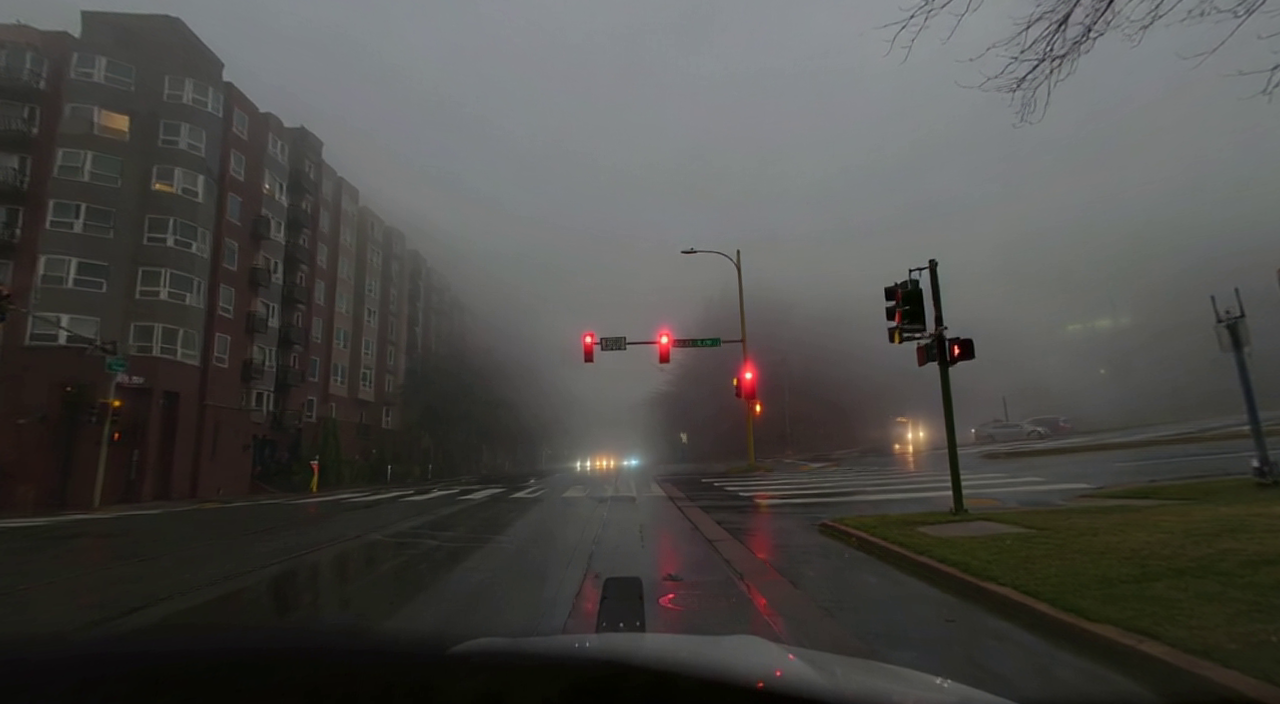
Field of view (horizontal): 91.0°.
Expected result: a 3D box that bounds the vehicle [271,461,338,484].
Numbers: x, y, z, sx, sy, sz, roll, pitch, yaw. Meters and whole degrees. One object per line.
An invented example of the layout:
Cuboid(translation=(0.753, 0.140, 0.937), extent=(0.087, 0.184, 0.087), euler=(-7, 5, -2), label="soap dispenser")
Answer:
Cuboid(translation=(-24.652, 8.820, 46.289), extent=(3.882, 1.600, 1.768), euler=(0, -9, 2), label="vehicle")
